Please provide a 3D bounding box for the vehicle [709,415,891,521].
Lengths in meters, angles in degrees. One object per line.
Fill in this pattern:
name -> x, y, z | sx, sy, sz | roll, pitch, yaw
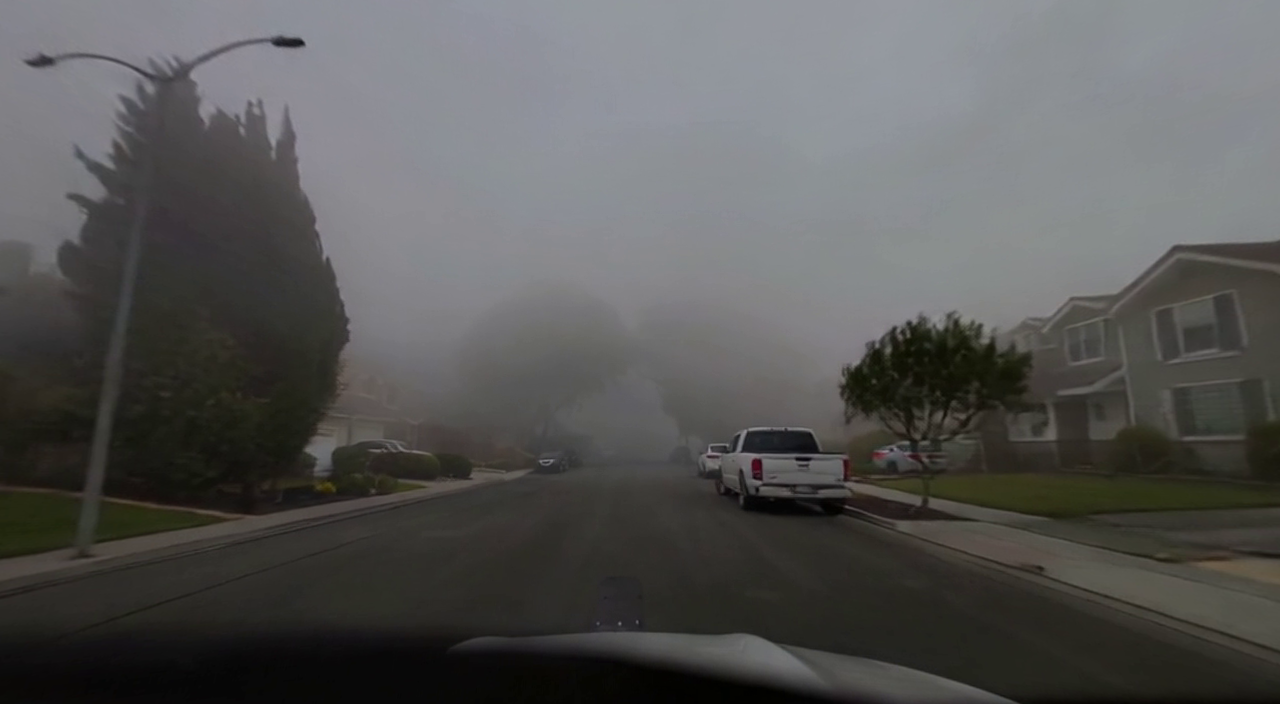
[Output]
vehicle -> 3.799, 2.991, 16.996 | 2.952, 2.216, 7.033 | 0, -8, -1

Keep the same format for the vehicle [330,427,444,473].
vehicle -> -13.072, 5.078, 32.784 | 4.837, 1.897, 2.228 | 4, -8, 5

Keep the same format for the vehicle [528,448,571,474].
vehicle -> -5.795, 7.048, 40.986 | 2.027, 1.544, 4.959 | -1, -9, 1
